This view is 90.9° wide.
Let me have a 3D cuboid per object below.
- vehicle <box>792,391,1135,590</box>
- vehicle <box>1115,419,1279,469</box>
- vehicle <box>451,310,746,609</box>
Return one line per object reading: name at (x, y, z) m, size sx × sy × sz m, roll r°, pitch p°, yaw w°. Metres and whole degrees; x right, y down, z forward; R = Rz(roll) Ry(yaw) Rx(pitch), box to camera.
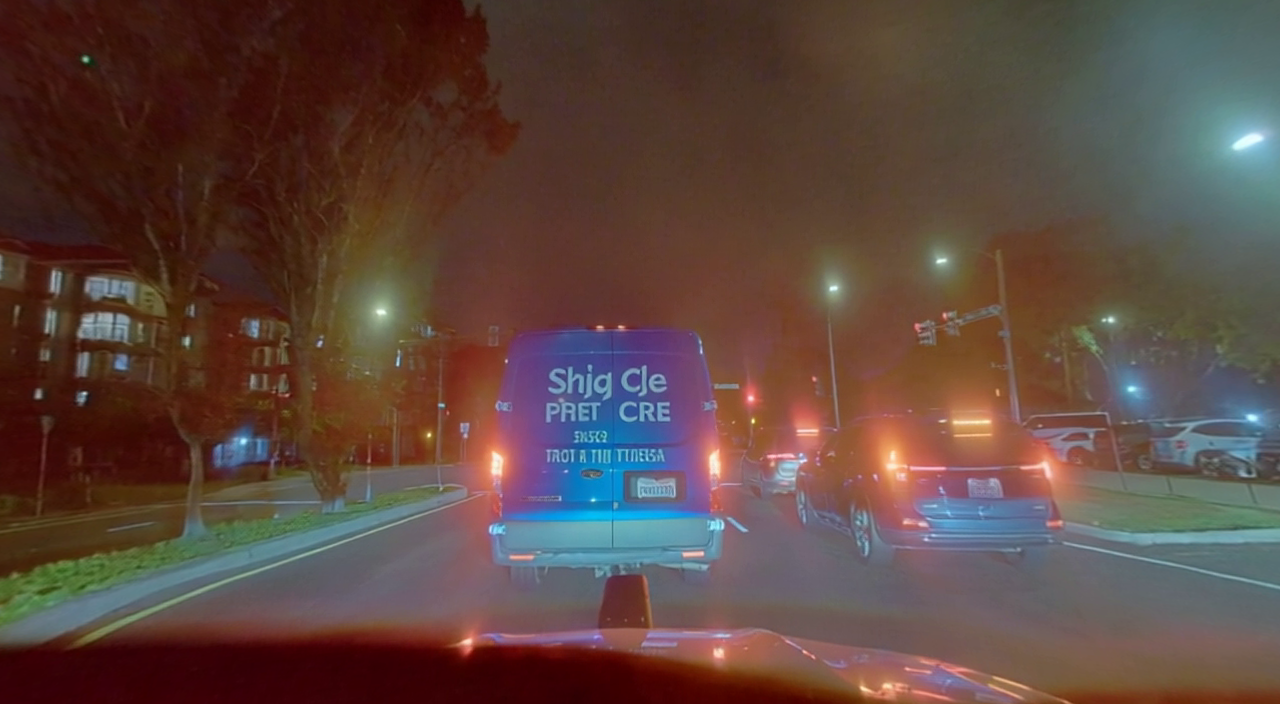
vehicle at (3.420, 1.555, 7.854) m, size 1.965 × 1.771 × 4.295 m, roll 0°, pitch -8°, yaw 0°
vehicle at (17.186, 2.831, 19.449) m, size 3.491 × 1.443 × 1.837 m, roll 0°, pitch -8°, yaw 0°
vehicle at (-0.313, 1.239, 7.807) m, size 2.422 × 2.488 × 4.992 m, roll 0°, pitch -8°, yaw 1°
